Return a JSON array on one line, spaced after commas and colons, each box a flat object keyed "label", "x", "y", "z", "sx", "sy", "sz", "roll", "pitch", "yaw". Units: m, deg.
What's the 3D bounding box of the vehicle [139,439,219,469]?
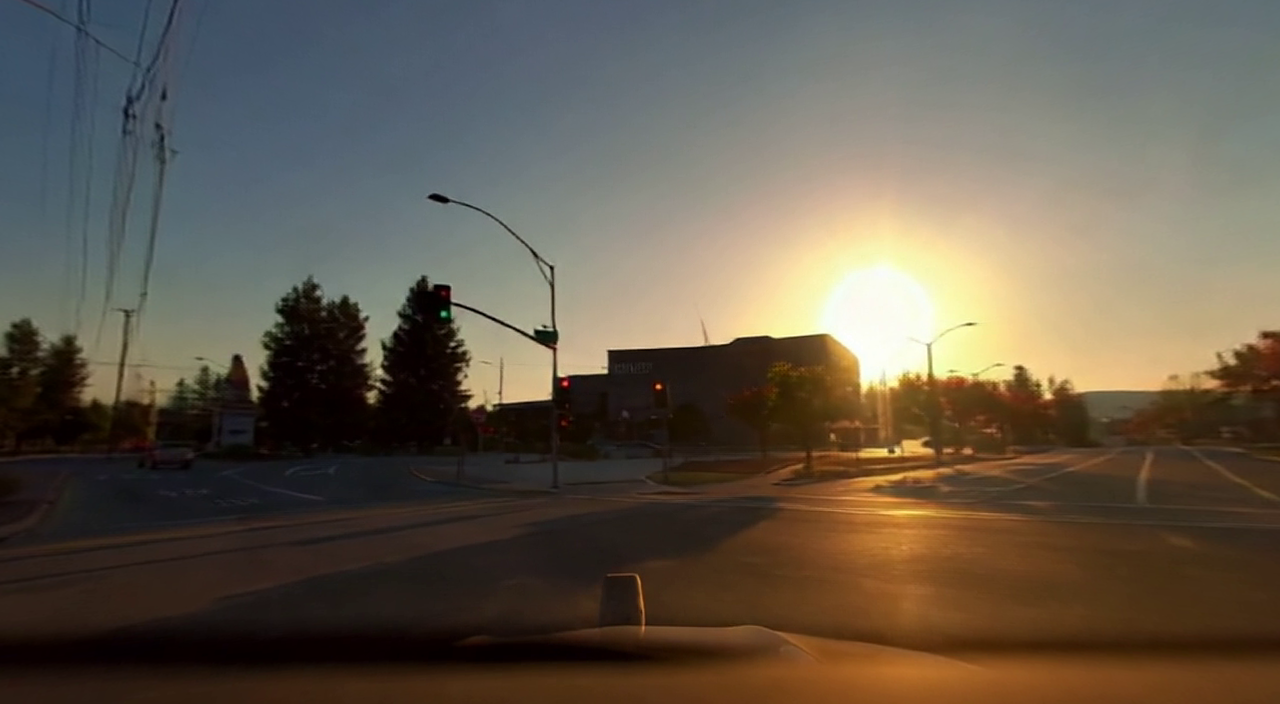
[{"label": "vehicle", "x": -31.781, "y": 7.001, "z": 43.389, "sx": 5.570, "sy": 1.923, "sz": 2.336, "roll": -6, "pitch": -11, "yaw": 31}]

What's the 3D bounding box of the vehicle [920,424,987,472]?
[{"label": "vehicle", "x": 19.719, "y": 6.013, "z": 39.500, "sx": 2.324, "sy": 2.750, "sz": 5.997, "roll": -8, "pitch": -11, "yaw": 38}]
